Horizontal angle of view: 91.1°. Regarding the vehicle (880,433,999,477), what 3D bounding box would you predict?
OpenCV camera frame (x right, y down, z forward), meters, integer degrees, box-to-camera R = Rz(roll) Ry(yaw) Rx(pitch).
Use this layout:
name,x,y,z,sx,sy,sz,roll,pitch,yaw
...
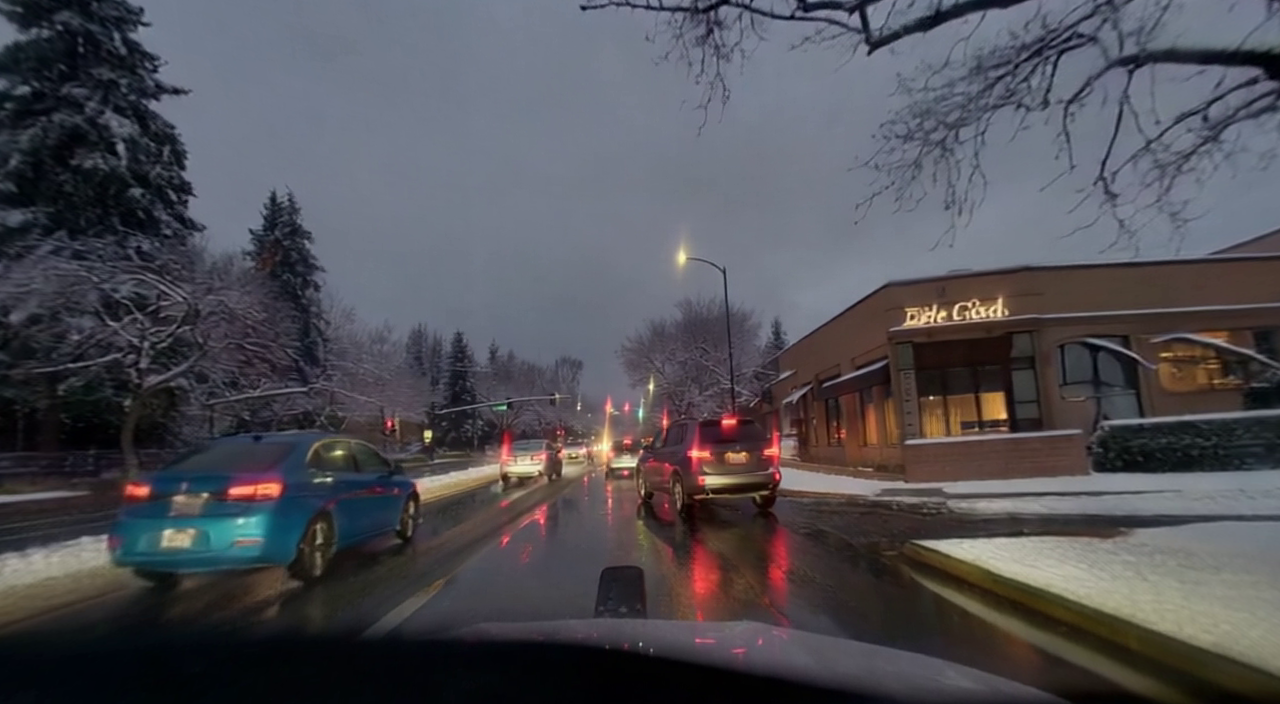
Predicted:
name,x,y,z,sx,sy,sz,roll,pitch,yaw
vehicle,12.309,4.258,25.955,3.871,1.525,1.835,-3,-9,0

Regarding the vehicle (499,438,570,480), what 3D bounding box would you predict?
name,x,y,z,sx,sy,sz,roll,pitch,yaw
vehicle,-3.971,4.088,24.372,2.042,1.470,4.123,0,-8,0

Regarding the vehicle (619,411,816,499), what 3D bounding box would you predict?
name,x,y,z,sx,sy,sz,roll,pitch,yaw
vehicle,1.904,2.629,16.332,4.642,1.955,2.052,-6,-10,37

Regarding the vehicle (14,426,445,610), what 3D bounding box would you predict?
name,x,y,z,sx,sy,sz,roll,pitch,yaw
vehicle,-4.002,1.659,7.273,2.026,1.466,4.282,0,-8,1
